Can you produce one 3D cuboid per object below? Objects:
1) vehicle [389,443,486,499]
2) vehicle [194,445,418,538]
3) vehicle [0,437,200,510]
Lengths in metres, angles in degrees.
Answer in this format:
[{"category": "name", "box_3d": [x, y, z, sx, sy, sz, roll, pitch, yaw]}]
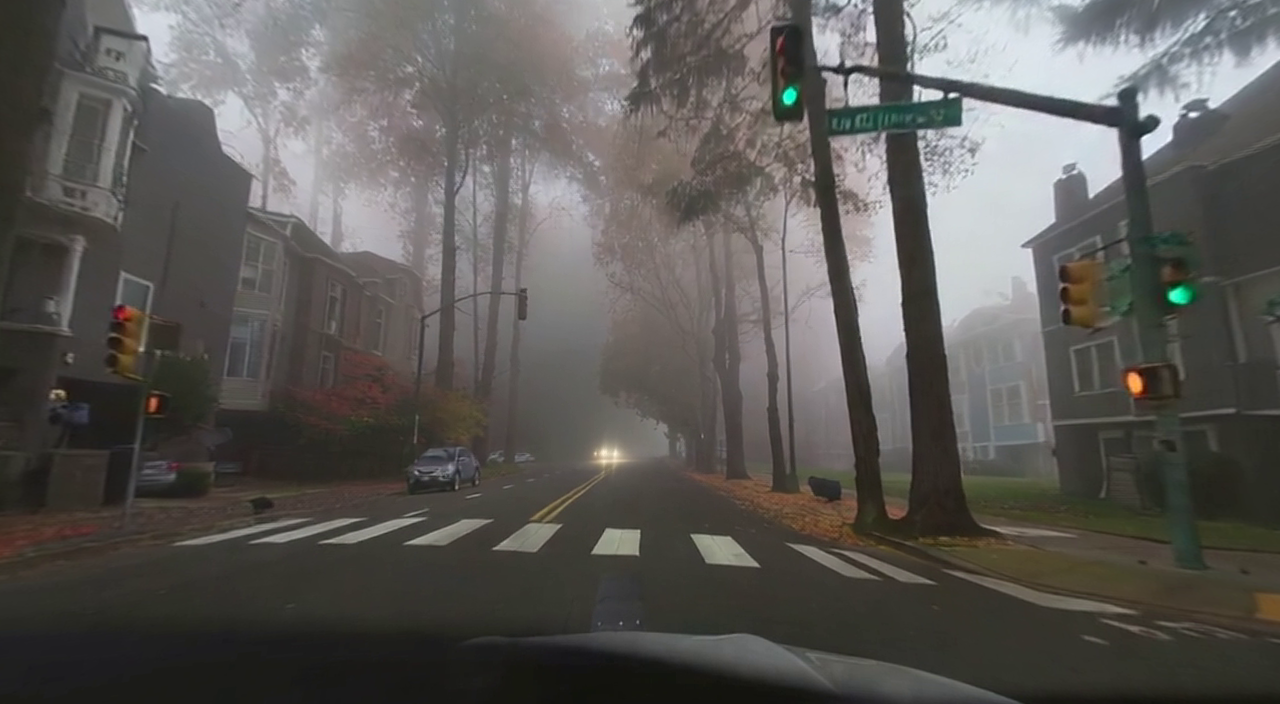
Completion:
[{"category": "vehicle", "box_3d": [-7.449, 4.378, 23.962, 2.129, 1.730, 5.544, 0, -7, -3]}, {"category": "vehicle", "box_3d": [-6.486, 2.710, 13.046, 2.235, 1.530, 4.471, 0, -8, -1]}, {"category": "vehicle", "box_3d": [-14.882, 3.122, 16.899, 2.280, 1.635, 4.550, -3, -9, 18]}]
